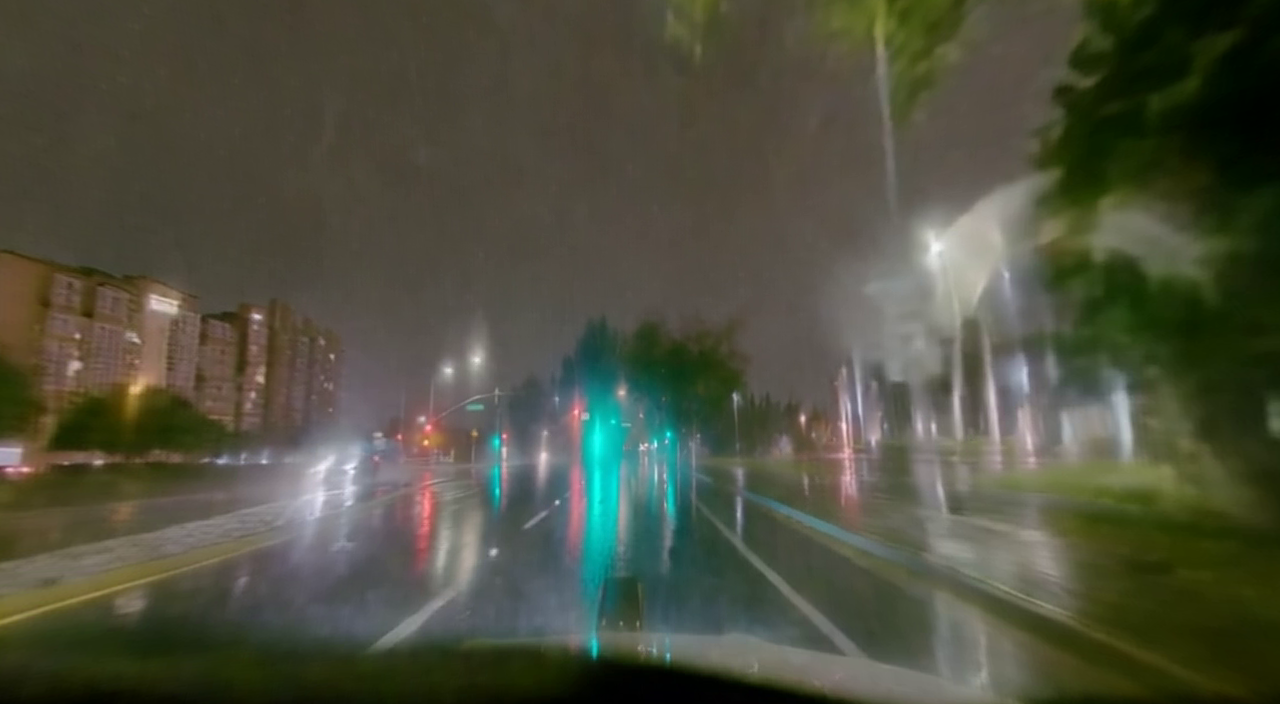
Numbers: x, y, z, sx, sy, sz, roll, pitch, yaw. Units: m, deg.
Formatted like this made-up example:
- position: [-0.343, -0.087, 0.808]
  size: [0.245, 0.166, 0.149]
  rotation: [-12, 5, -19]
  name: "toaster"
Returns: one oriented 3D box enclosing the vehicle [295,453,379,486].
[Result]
- position: [-14.891, 5.773, 31.360]
  size: [1.898, 1.469, 4.577]
  rotation: [0, -9, 0]
  name: "vehicle"
